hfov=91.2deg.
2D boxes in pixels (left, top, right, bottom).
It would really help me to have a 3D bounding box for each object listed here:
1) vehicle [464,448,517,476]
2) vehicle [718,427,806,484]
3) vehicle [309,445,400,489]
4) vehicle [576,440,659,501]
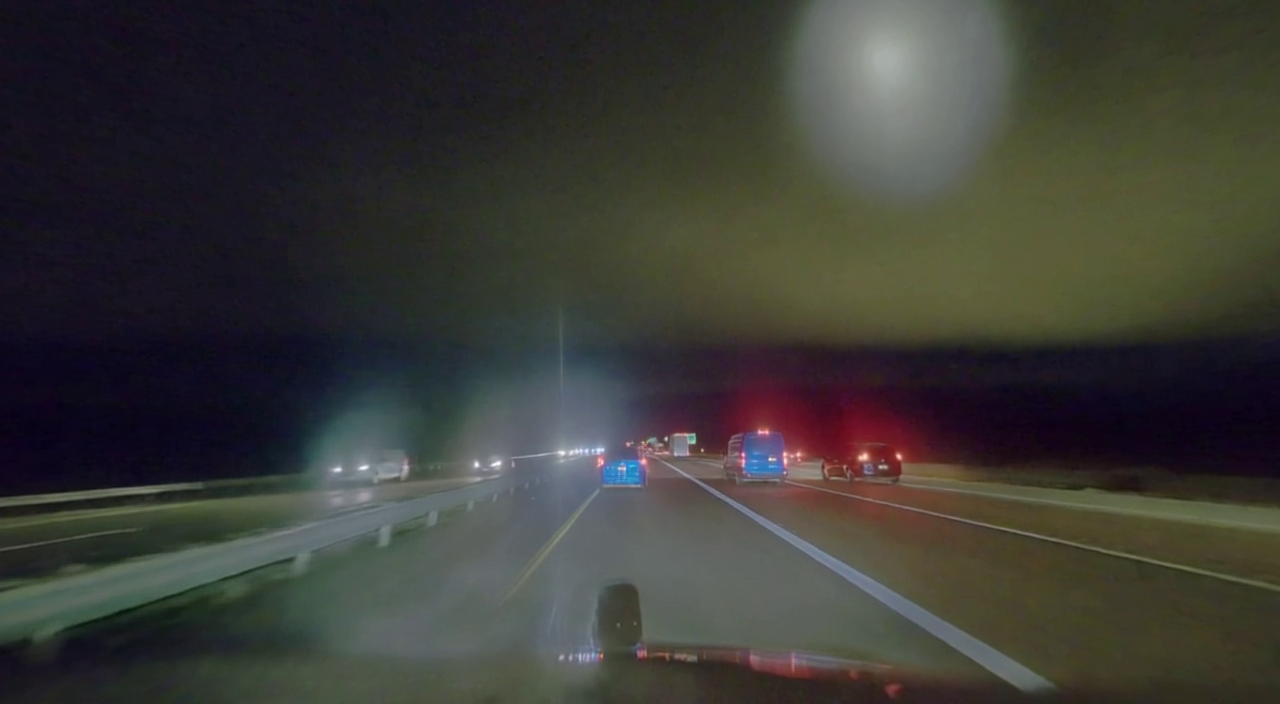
[{"bbox_3d":[-8.563,6.314,36.233,1.989,1.524,4.405,0,-9,0],"label":"vehicle"},{"bbox_3d":[4.488,3.920,23.909,2.261,1.952,4.784,0,-9,-1],"label":"vehicle"},{"bbox_3d":[-12.606,5.077,28.015,1.979,1.807,4.353,0,-9,0],"label":"vehicle"},{"bbox_3d":[-0.559,3.211,17.319,2.029,1.483,3.769,0,-9,0],"label":"vehicle"}]
